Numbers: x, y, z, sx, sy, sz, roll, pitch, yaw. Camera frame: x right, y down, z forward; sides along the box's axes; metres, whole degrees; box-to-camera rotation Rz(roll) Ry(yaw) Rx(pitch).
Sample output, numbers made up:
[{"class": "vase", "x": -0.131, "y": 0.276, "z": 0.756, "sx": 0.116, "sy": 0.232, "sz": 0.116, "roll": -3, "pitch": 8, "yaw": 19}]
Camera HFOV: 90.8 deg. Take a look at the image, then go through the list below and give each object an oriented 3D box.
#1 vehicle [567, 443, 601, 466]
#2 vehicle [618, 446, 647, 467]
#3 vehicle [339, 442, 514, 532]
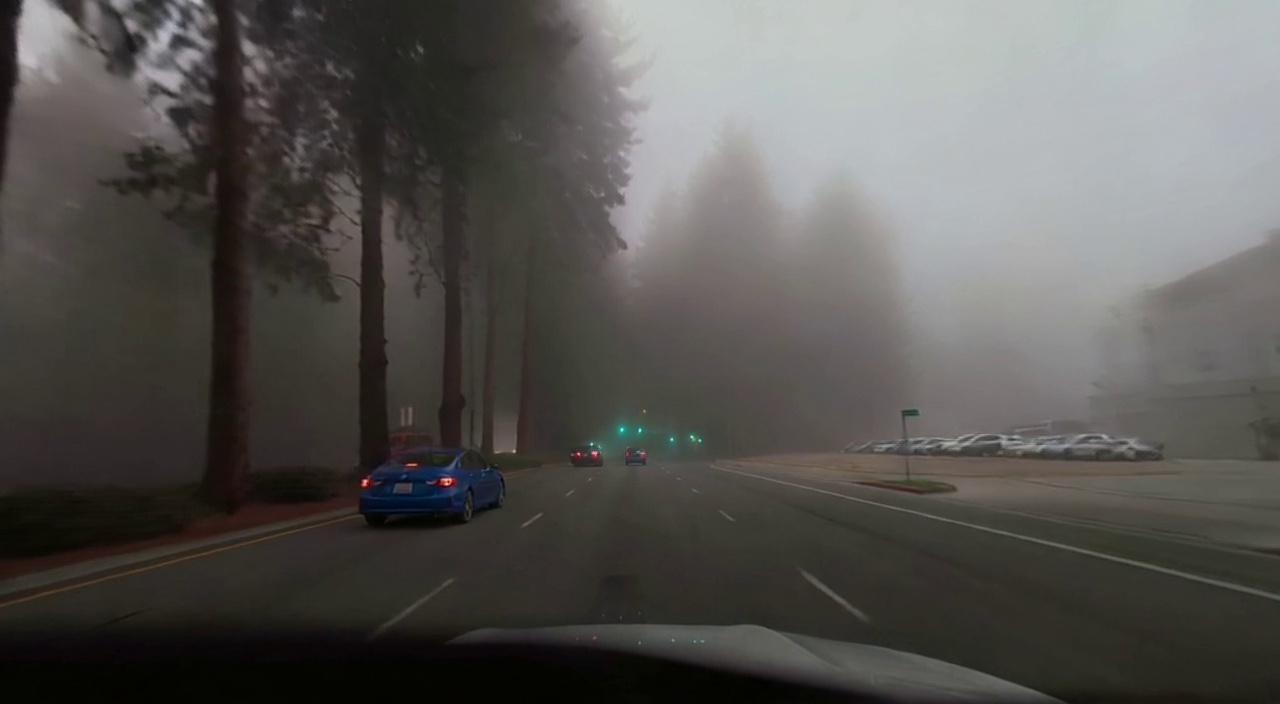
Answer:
[{"class": "vehicle", "x": -4.080, "y": 7.535, "z": 46.444, "sx": 2.103, "sy": 1.592, "sz": 4.160, "roll": 0, "pitch": -9, "yaw": 0}, {"class": "vehicle", "x": -0.526, "y": 7.300, "z": 44.329, "sx": 1.991, "sy": 1.431, "sz": 4.199, "roll": 0, "pitch": -9, "yaw": -1}, {"class": "vehicle", "x": -3.878, "y": 2.503, "z": 12.397, "sx": 1.905, "sy": 1.418, "sz": 4.396, "roll": 0, "pitch": -9, "yaw": 0}]
